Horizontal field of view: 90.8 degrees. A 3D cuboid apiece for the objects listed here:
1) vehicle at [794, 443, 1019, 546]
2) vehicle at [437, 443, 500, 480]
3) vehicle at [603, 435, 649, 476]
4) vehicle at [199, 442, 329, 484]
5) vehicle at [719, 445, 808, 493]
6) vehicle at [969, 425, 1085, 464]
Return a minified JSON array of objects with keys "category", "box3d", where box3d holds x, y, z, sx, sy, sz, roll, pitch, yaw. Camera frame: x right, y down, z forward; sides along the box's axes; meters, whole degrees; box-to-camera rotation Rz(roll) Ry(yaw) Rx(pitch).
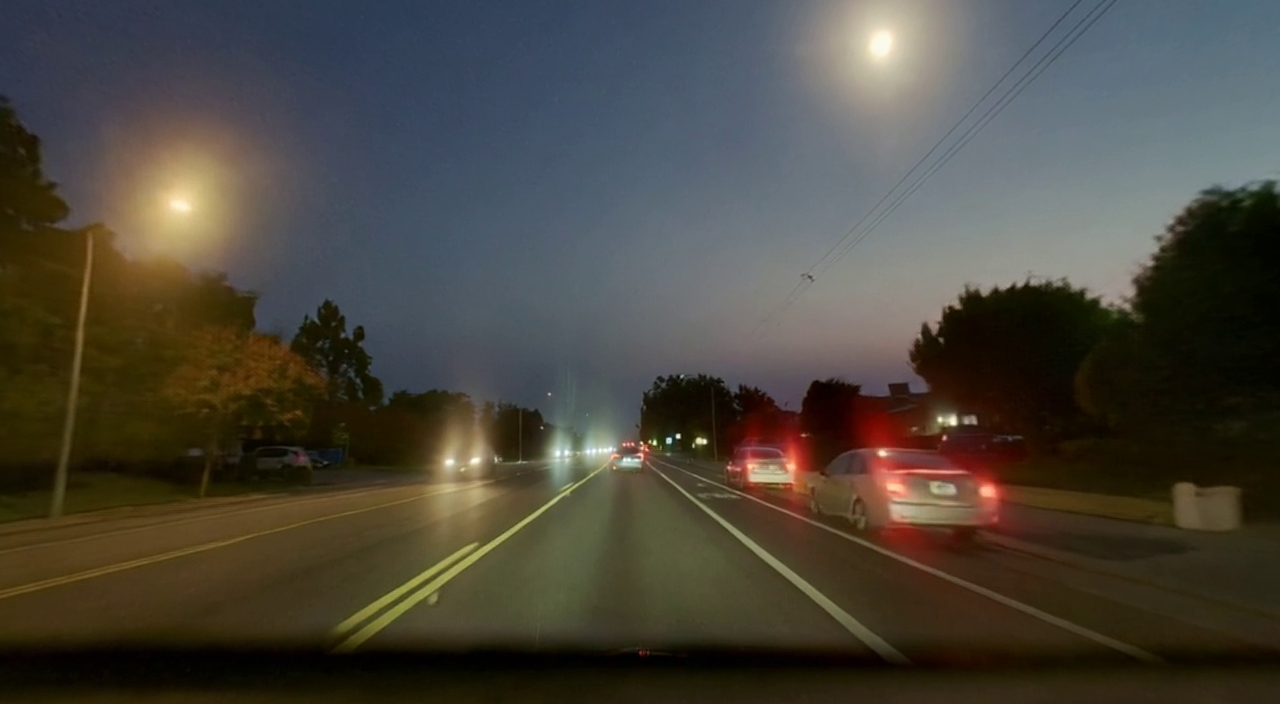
[{"category":"vehicle","box3d":[4.472,2.439,11.608,1.963,1.469,4.709,0,-9,-2]},{"category":"vehicle","box3d":[-8.863,5.676,33.059,1.999,1.806,4.479,0,-9,0]},{"category":"vehicle","box3d":[-0.700,5.269,32.425,2.153,1.942,4.767,0,-9,-1]},{"category":"vehicle","box3d":[-19.987,5.887,33.766,5.551,1.870,2.183,-2,-8,-2]},{"category":"vehicle","box3d":[4.212,4.074,22.484,2.001,1.480,5.022,0,-9,-2]},{"category":"vehicle","box3d":[18.027,4.319,29.543,4.172,1.705,2.032,1,-9,-7]}]
